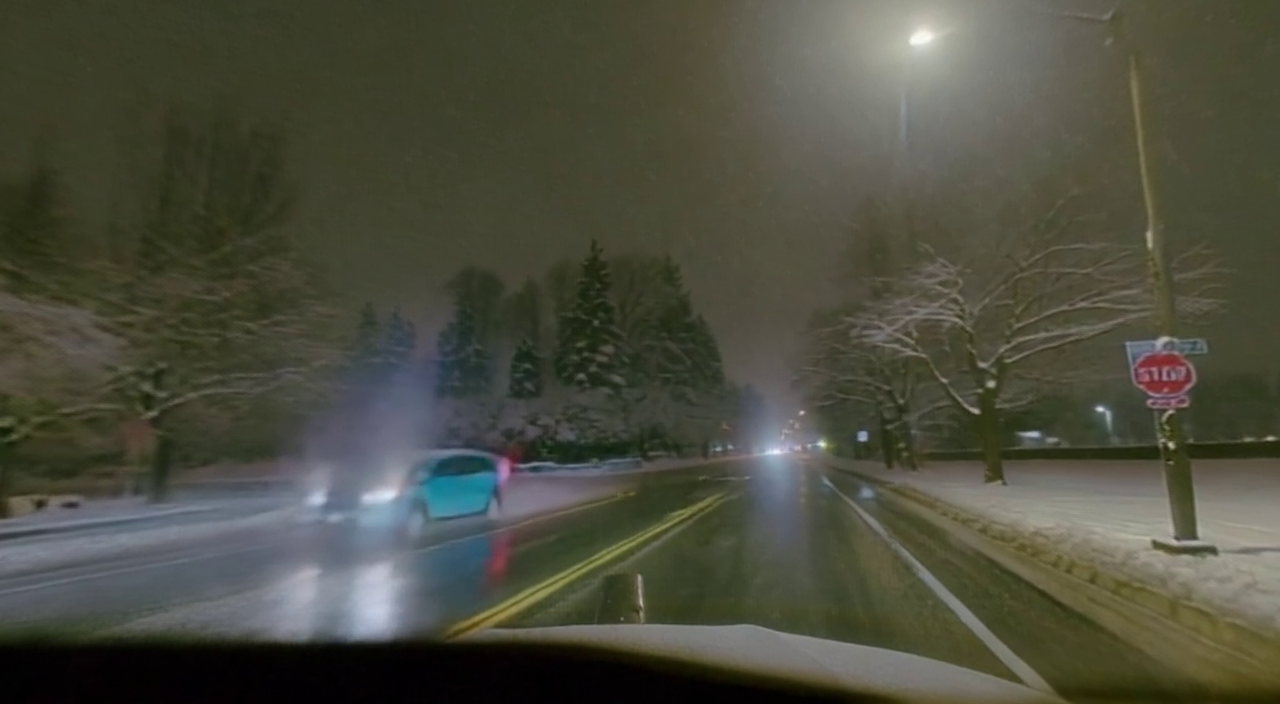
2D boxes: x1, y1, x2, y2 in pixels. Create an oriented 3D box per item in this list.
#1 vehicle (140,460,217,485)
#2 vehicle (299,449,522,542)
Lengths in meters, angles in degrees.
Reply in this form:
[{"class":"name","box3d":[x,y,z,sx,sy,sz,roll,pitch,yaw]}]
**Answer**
[{"class":"vehicle","box3d":[-30.746,7.990,42.067,4.252,1.506,1.860,-2,-10,19]},{"class":"vehicle","box3d":[-4.236,2.685,12.602,1.926,1.465,4.433,-2,-9,15]}]
